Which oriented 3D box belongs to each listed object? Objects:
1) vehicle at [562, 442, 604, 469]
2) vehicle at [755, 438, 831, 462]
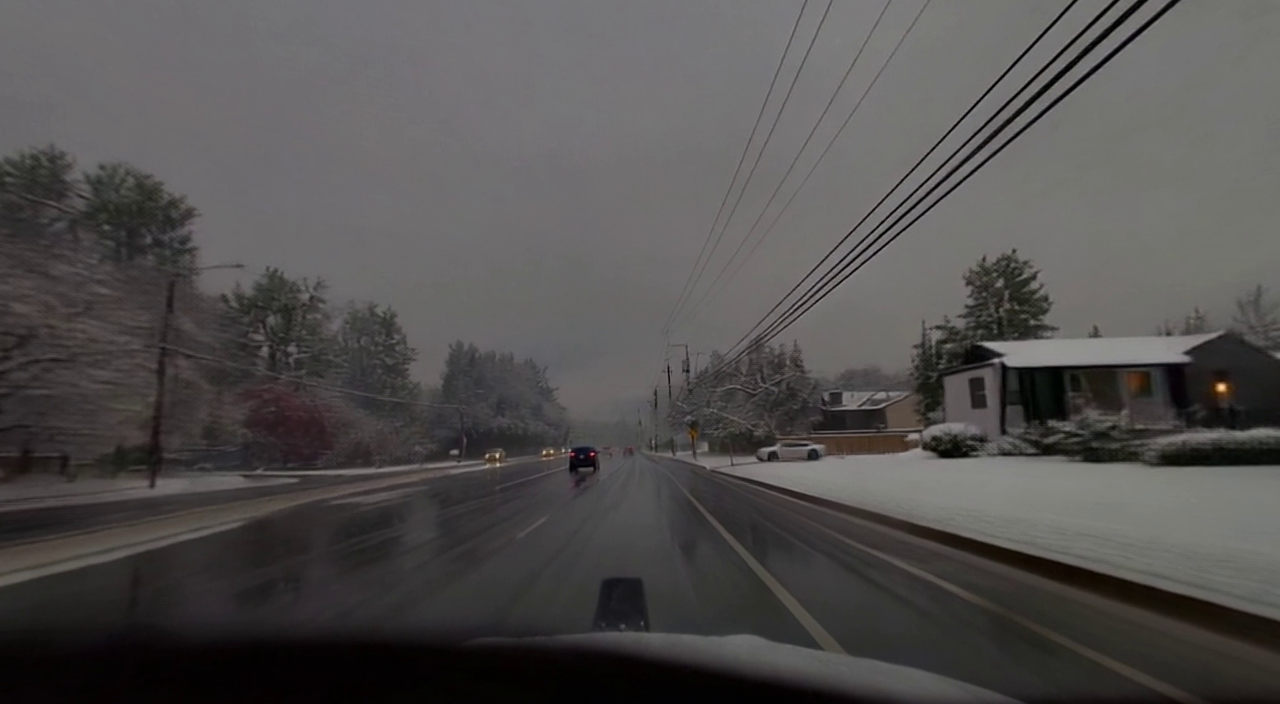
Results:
[{"bbox_3d":[-3.359,6.203,37.979,2.084,1.466,4.522,0,-9,1],"label":"vehicle"},{"bbox_3d":[11.221,7.191,46.342,4.904,1.735,2.270,3,-9,-20],"label":"vehicle"}]
